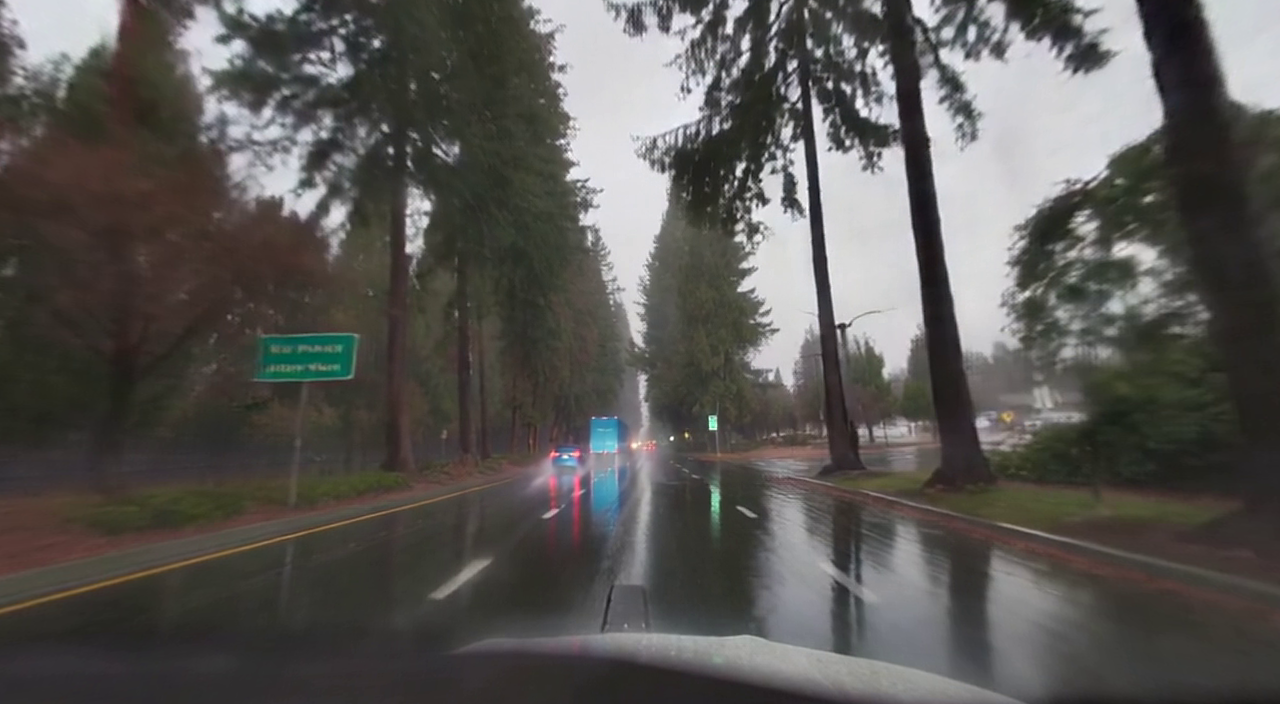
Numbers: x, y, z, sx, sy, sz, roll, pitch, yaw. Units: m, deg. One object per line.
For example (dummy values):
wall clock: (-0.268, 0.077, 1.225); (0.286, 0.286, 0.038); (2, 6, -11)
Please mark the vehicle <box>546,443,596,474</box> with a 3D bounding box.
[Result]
vehicle: (-3.460, 5.408, 32.224); (2.005, 1.462, 4.345); (0, -8, 1)
